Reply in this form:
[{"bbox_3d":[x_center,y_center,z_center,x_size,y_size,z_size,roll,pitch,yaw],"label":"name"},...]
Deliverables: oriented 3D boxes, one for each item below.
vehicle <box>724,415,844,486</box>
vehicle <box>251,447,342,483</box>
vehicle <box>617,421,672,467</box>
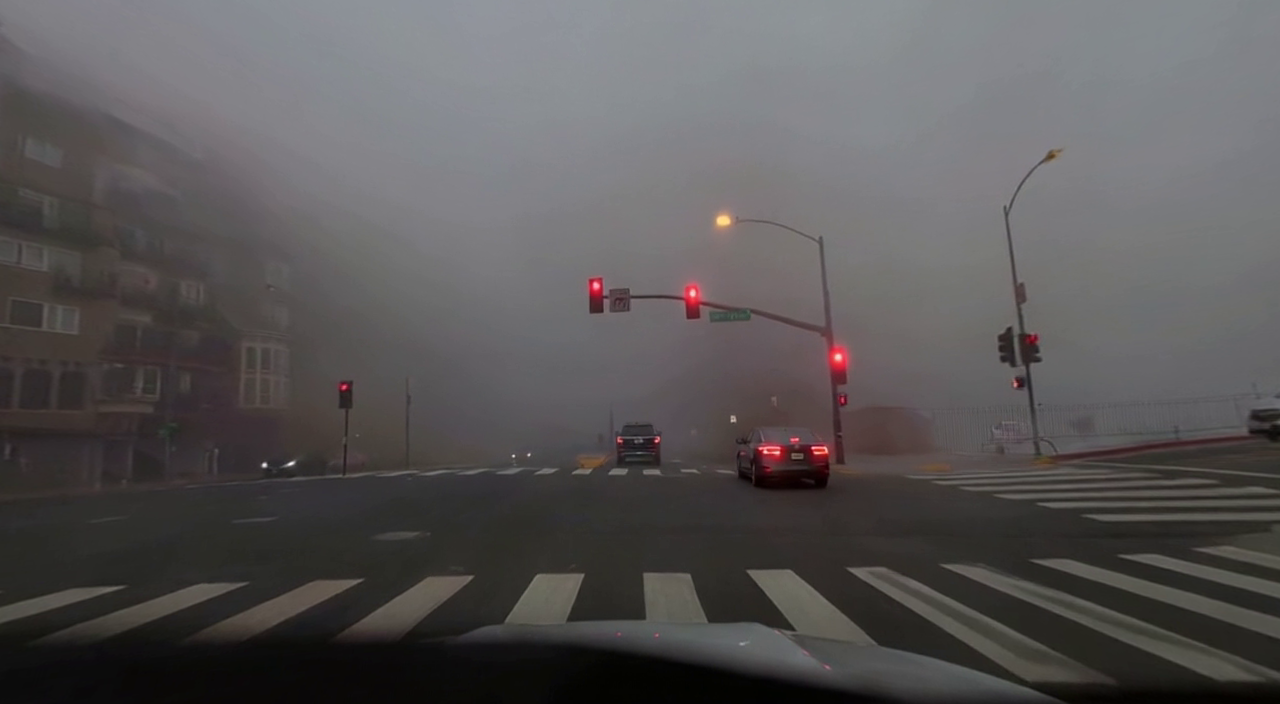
[{"bbox_3d":[3.476,2.510,16.210,1.987,1.538,4.510,0,-8,0],"label":"vehicle"},{"bbox_3d":[-17.236,5.660,32.004,2.011,1.630,4.541,0,-8,1],"label":"vehicle"},{"bbox_3d":[0.199,3.926,26.954,2.168,1.776,4.135,0,-9,1],"label":"vehicle"}]
